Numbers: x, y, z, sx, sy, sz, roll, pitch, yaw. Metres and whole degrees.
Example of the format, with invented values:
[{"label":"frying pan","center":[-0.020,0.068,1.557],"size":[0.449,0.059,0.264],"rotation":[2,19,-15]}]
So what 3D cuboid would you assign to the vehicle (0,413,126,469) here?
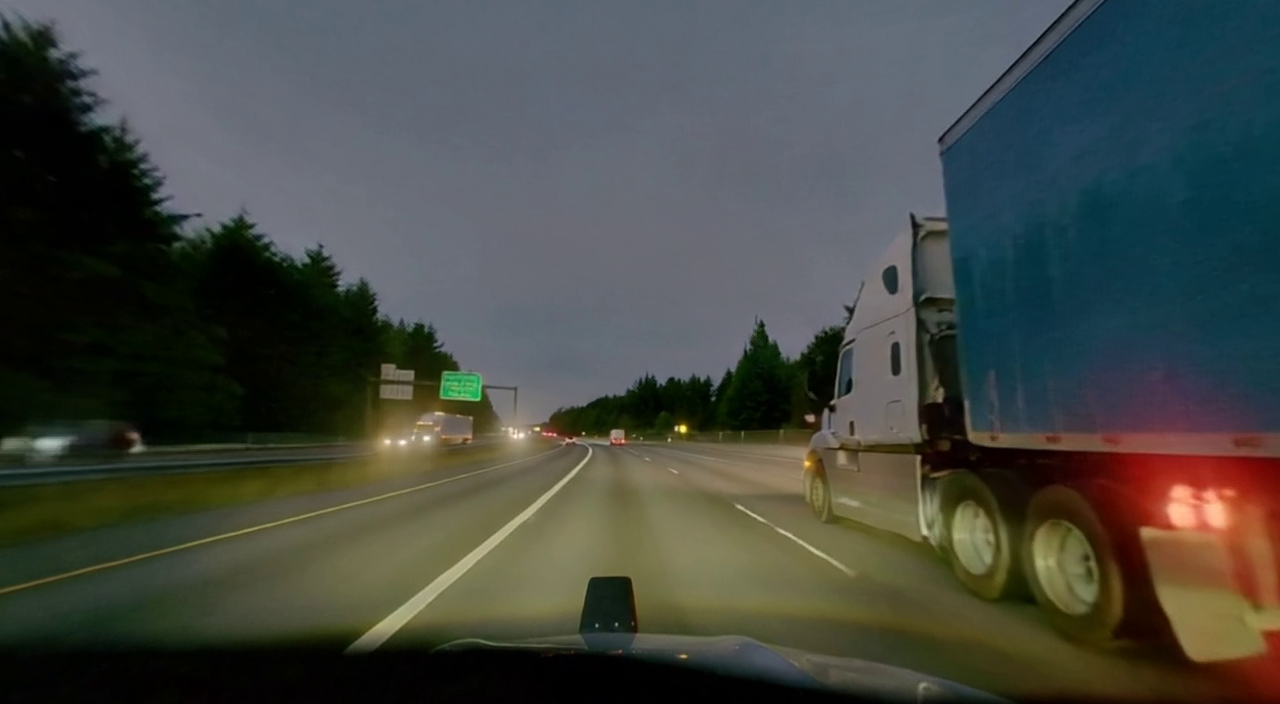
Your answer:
[{"label":"vehicle","center":[-18.971,2.788,19.799],"size":[1.905,1.567,4.492],"rotation":[0,-8,-1]}]

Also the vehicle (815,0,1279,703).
[{"label":"vehicle","center":[4.042,0.166,6.007],"size":[2.964,3.950,5.853],"rotation":[0,-8,0]}]

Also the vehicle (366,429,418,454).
[{"label":"vehicle","center":[-15.736,5.694,40.214],"size":[1.866,1.528,4.012],"rotation":[1,-8,-4]}]
